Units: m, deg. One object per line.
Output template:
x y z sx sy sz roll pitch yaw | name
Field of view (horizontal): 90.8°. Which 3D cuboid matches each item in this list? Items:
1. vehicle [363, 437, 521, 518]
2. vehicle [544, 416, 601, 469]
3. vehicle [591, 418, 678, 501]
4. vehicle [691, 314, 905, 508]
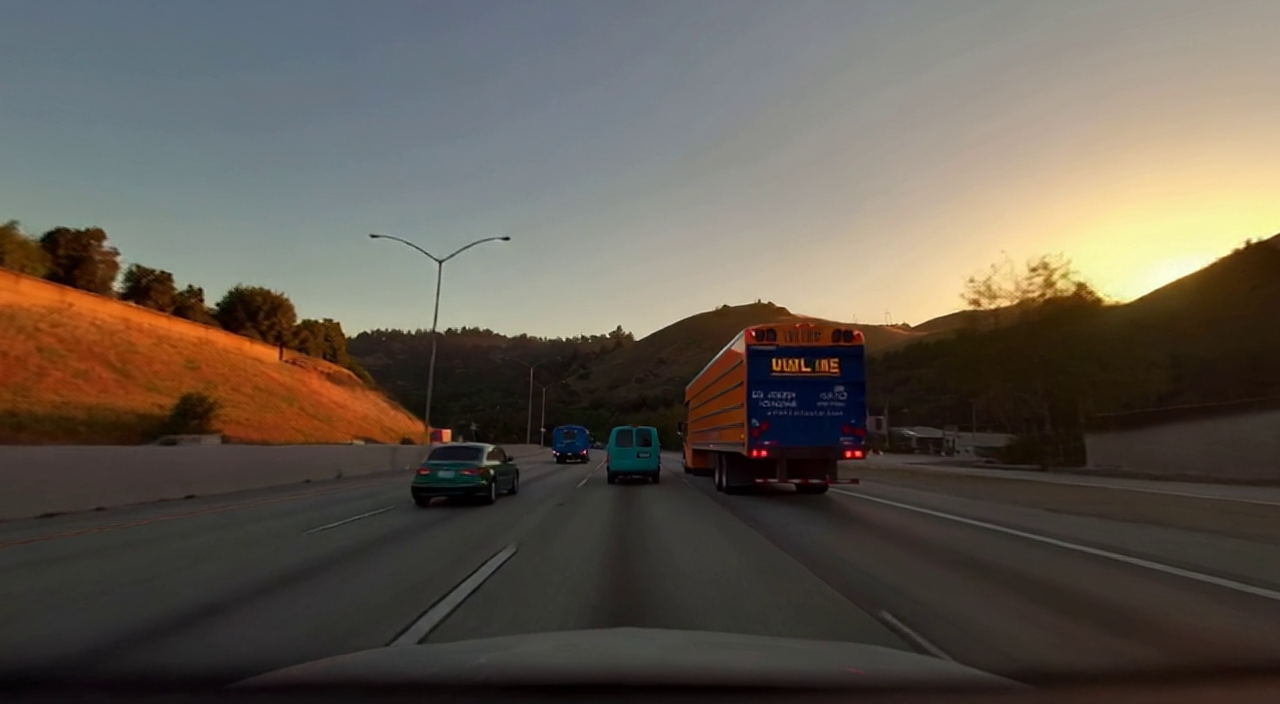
-4.010 2.596 13.656 2.039 1.453 4.197 0 -8 0 | vehicle
-4.127 5.775 40.384 2.947 3.009 7.991 0 -8 -1 | vehicle
-0.212 2.853 17.118 2.037 1.929 4.343 0 -8 -2 | vehicle
3.836 2.168 19.967 3.006 4.101 13.245 0 -8 -2 | vehicle
